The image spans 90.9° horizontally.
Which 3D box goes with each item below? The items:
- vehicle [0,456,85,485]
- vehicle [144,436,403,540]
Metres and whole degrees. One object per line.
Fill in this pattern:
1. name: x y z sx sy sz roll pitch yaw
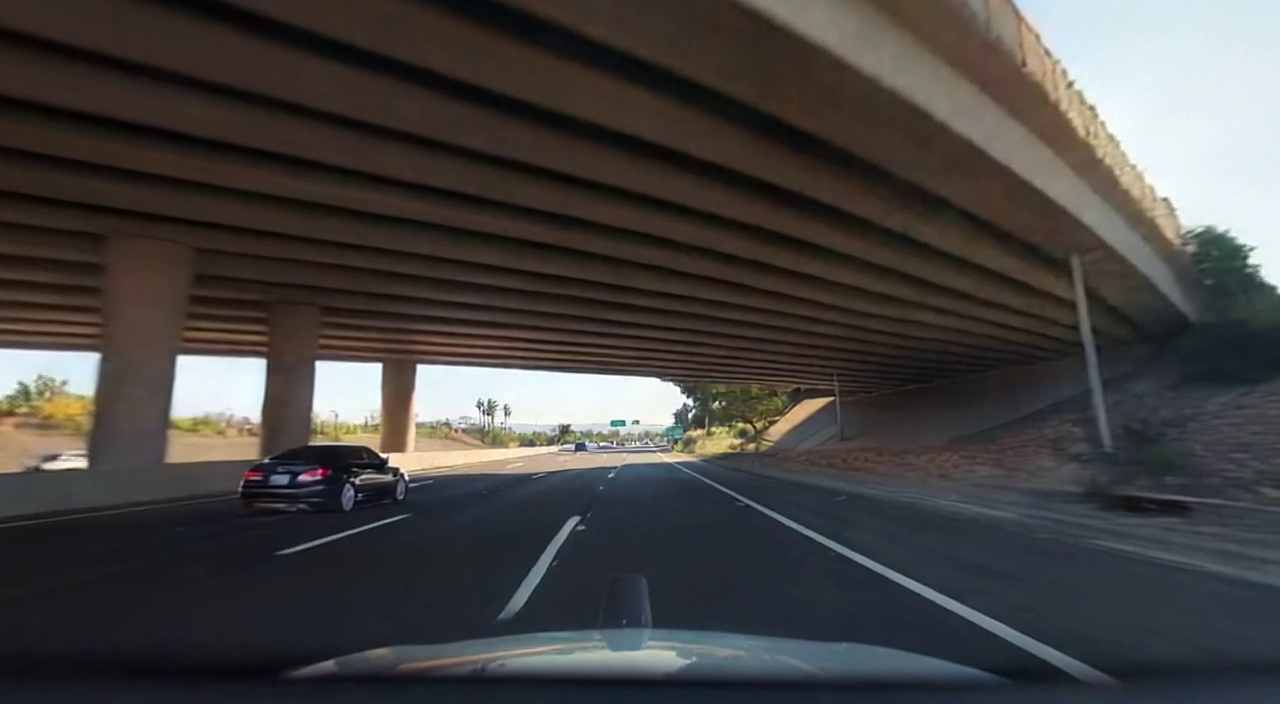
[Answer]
1. vehicle: -35.021 6.809 36.554 1.809 1.471 4.289 0 -8 -1
2. vehicle: -6.445 2.397 11.927 2.105 1.551 4.602 0 -8 0
